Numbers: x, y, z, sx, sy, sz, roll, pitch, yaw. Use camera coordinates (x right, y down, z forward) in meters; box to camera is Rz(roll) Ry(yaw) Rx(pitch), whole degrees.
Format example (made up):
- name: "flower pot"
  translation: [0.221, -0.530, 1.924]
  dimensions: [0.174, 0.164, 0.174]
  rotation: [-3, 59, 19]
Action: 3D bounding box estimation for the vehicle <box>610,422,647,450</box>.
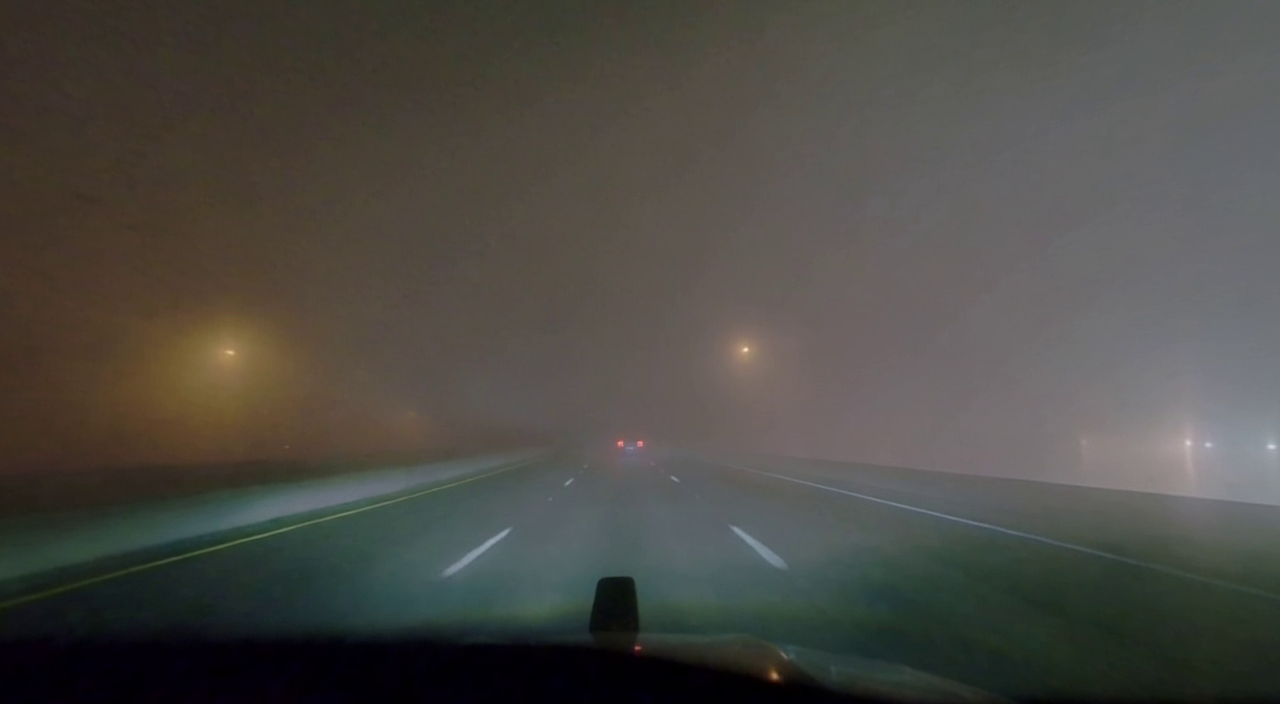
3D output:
- name: "vehicle"
  translation: [-0.773, 5.269, 39.520]
  dimensions: [2.157, 1.647, 4.524]
  rotation: [0, -8, -3]
